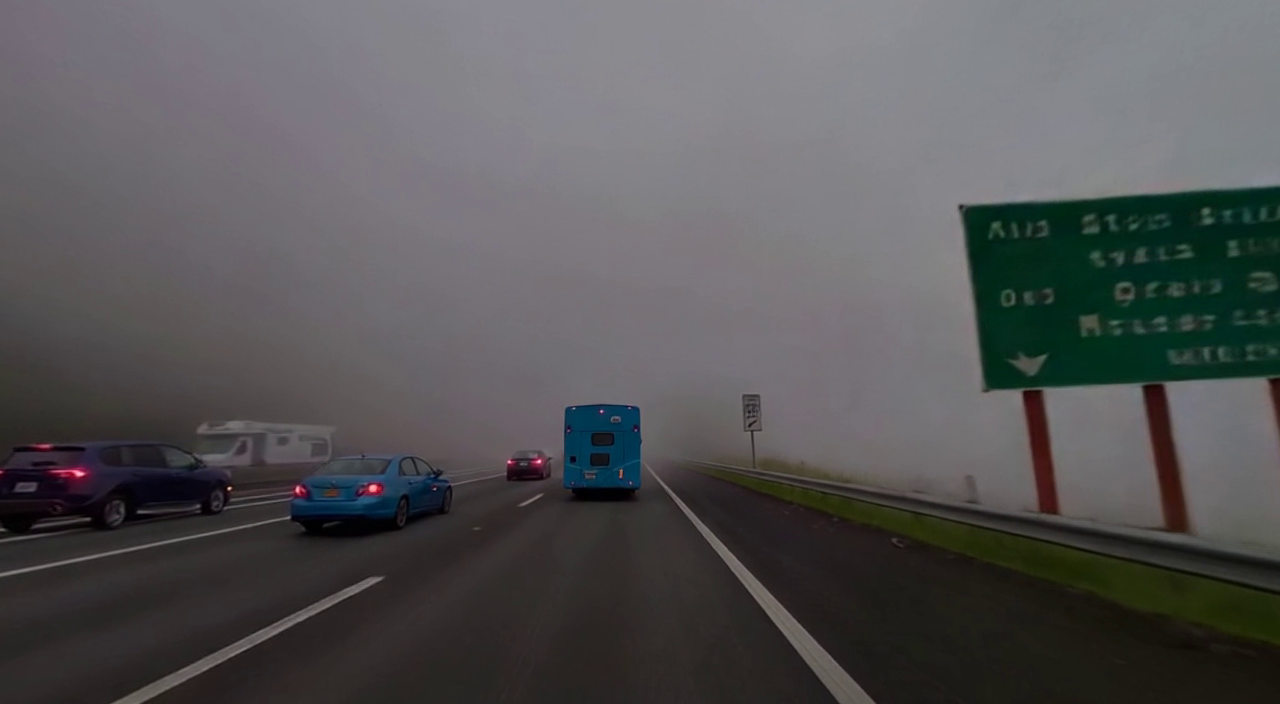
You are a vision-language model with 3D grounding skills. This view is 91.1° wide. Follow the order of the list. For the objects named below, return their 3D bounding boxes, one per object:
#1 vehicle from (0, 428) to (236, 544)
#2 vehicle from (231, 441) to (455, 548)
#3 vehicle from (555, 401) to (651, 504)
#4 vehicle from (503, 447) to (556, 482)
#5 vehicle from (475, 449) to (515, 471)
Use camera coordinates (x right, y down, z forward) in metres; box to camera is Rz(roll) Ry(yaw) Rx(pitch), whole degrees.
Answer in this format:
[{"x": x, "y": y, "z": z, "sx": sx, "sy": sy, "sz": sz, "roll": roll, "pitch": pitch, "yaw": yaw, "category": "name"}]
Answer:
[{"x": -9.587, "y": 2.242, "z": 11.120, "sx": 2.010, "sy": 1.621, "sz": 4.252, "roll": 0, "pitch": -9, "yaw": 0, "category": "vehicle"}, {"x": -4.678, "y": 2.274, "z": 10.710, "sx": 1.876, "sy": 1.438, "sz": 4.072, "roll": 0, "pitch": -9, "yaw": -1, "category": "vehicle"}, {"x": -0.967, "y": 2.941, "z": 18.538, "sx": 2.394, "sy": 2.556, "sz": 5.232, "roll": 0, "pitch": -9, "yaw": -1, "category": "vehicle"}, {"x": -5.009, "y": 5.122, "z": 28.939, "sx": 1.872, "sy": 1.480, "sz": 3.545, "roll": 0, "pitch": -9, "yaw": -1, "category": "vehicle"}, {"x": -10.088, "y": 7.526, "z": 44.103, "sx": 1.886, "sy": 1.462, "sz": 4.084, "roll": 0, "pitch": -9, "yaw": -1, "category": "vehicle"}]
